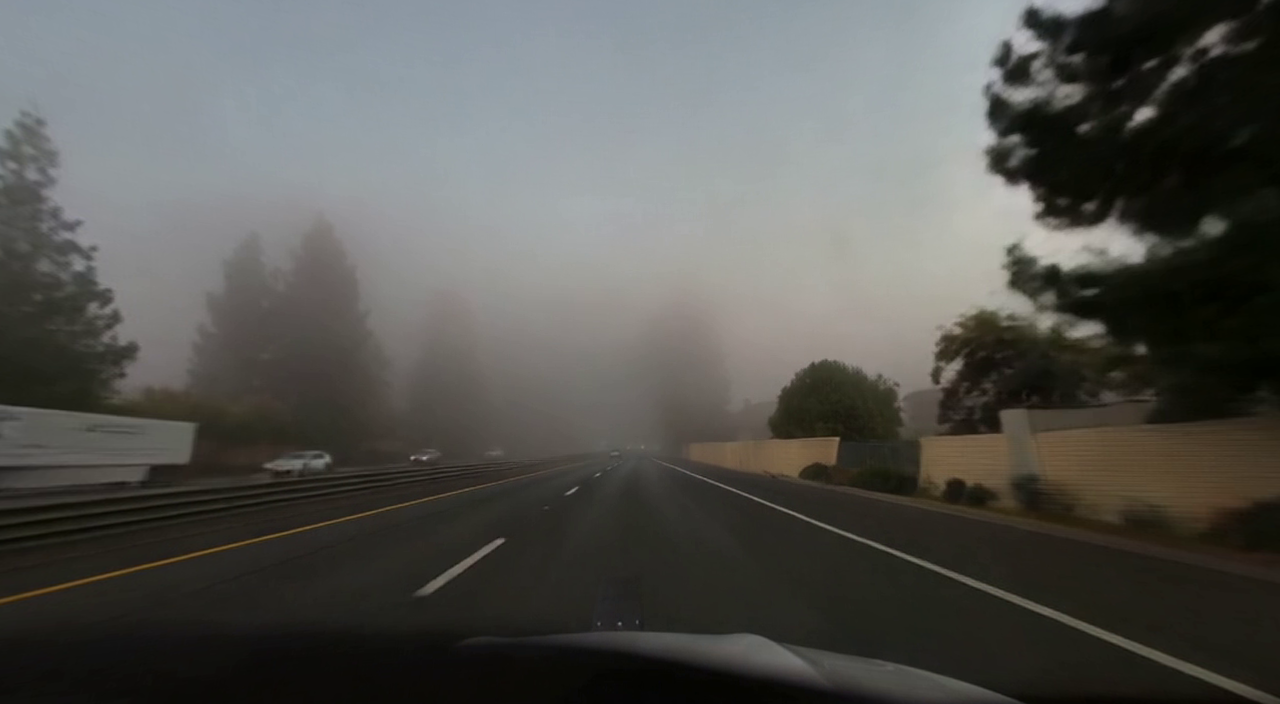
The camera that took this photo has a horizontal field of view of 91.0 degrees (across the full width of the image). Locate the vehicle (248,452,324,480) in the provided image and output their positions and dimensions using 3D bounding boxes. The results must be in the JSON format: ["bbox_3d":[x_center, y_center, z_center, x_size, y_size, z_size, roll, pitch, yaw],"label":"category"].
[{"bbox_3d":[-21.233,6.827,37.982,1.866,1.521,4.645,0,-9,0],"label":"vehicle"}]

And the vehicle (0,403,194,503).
[{"bbox_3d":[-24.973,4.218,26.429,2.824,3.613,13.143,0,-9,0],"label":"vehicle"}]
